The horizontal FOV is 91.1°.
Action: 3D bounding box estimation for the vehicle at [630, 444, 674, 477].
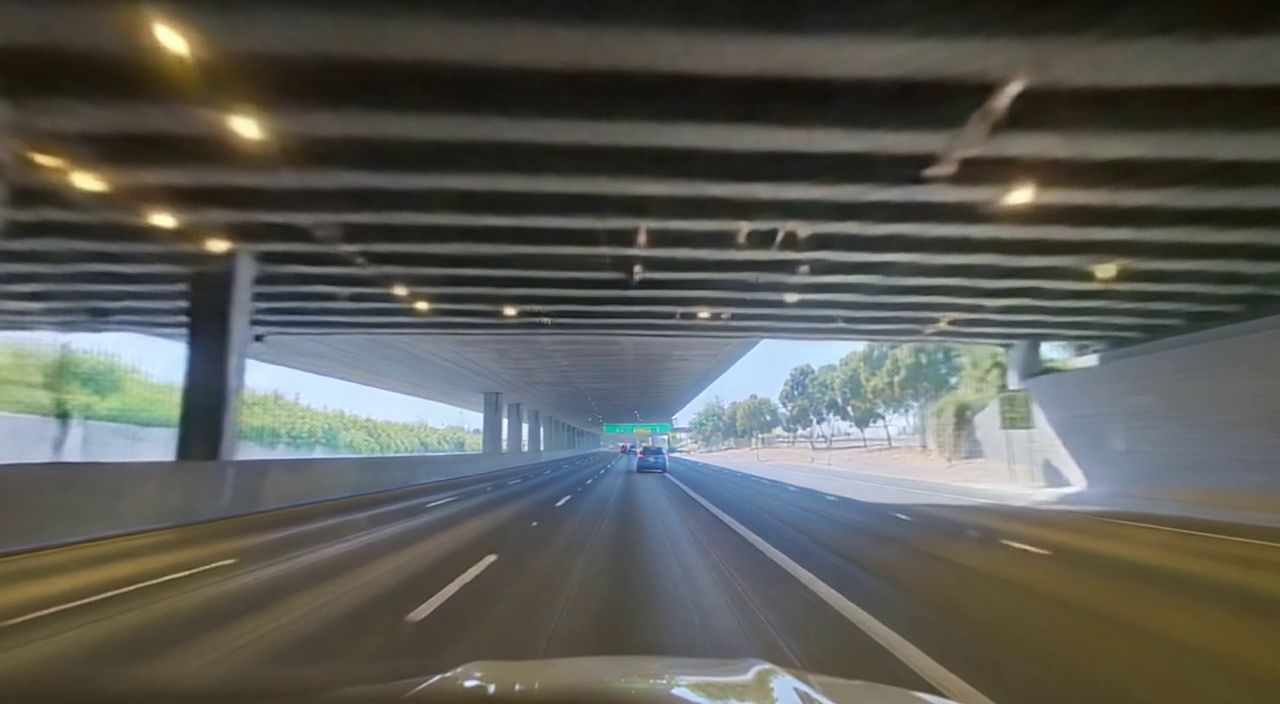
[{"bbox_3d":[0.571,5.391,31.311,2.055,1.501,4.321,0,-9,1],"label":"vehicle"}]
